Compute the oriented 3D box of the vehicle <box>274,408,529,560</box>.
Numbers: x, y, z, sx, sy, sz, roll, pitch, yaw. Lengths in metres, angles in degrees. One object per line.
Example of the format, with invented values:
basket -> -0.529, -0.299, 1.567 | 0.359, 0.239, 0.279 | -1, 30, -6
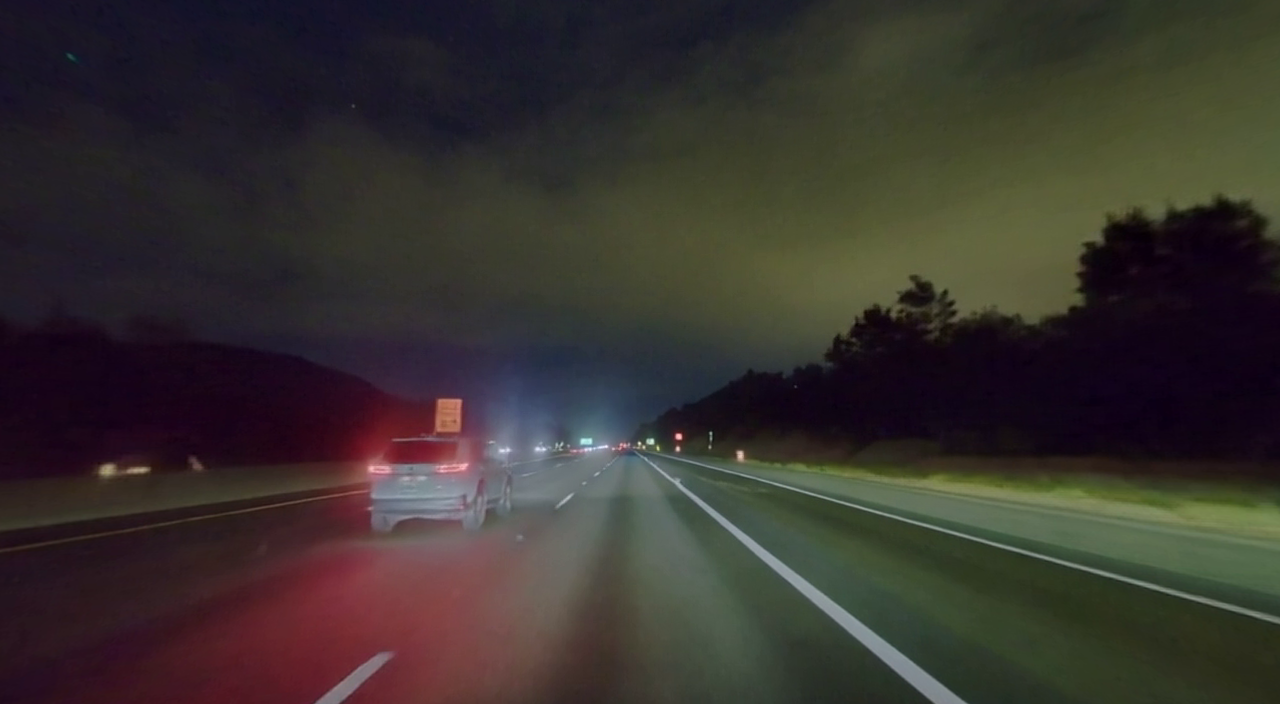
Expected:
vehicle -> -3.112, 1.837, 9.461 | 2.103, 1.715, 4.371 | 0, -9, 0
